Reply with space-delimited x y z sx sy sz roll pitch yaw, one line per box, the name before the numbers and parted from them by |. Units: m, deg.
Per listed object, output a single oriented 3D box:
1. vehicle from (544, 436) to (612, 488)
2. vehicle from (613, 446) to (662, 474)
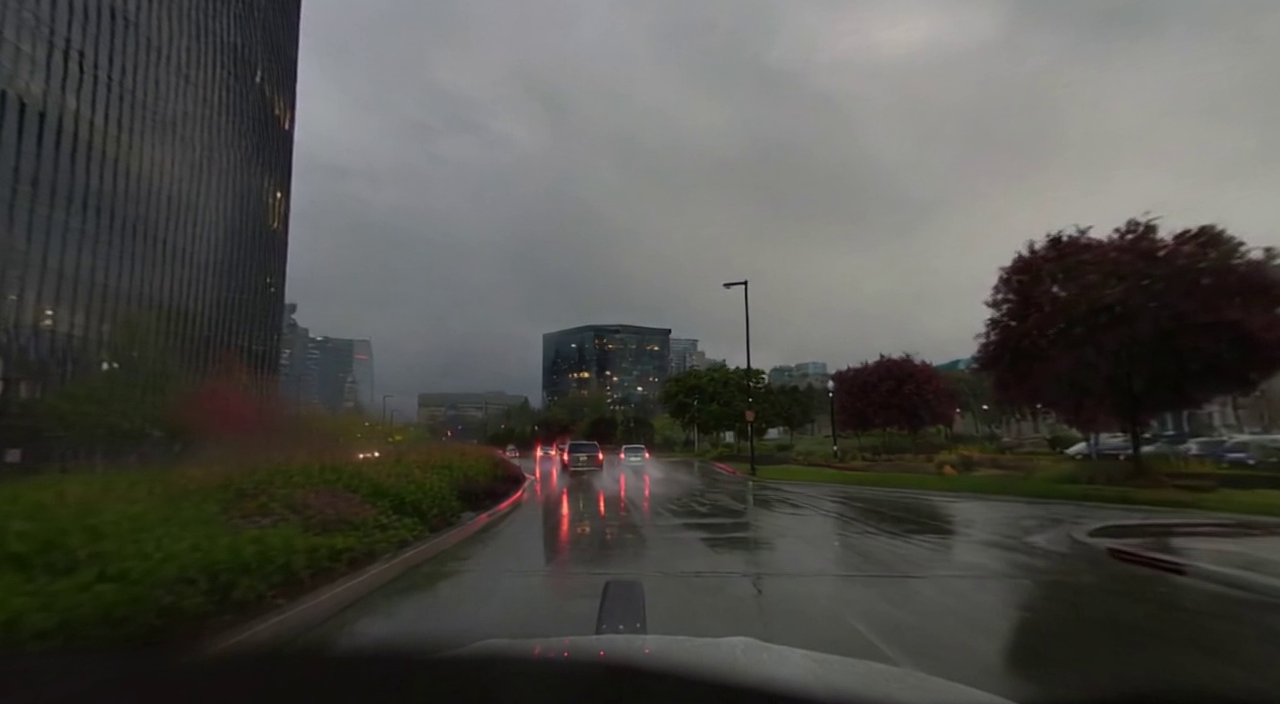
vehicle | -2.419 4.074 23.646 2.173 1.761 4.374 2 -9 -10
vehicle | -0.222 6.220 36.618 2.116 1.506 4.355 2 -9 -9
